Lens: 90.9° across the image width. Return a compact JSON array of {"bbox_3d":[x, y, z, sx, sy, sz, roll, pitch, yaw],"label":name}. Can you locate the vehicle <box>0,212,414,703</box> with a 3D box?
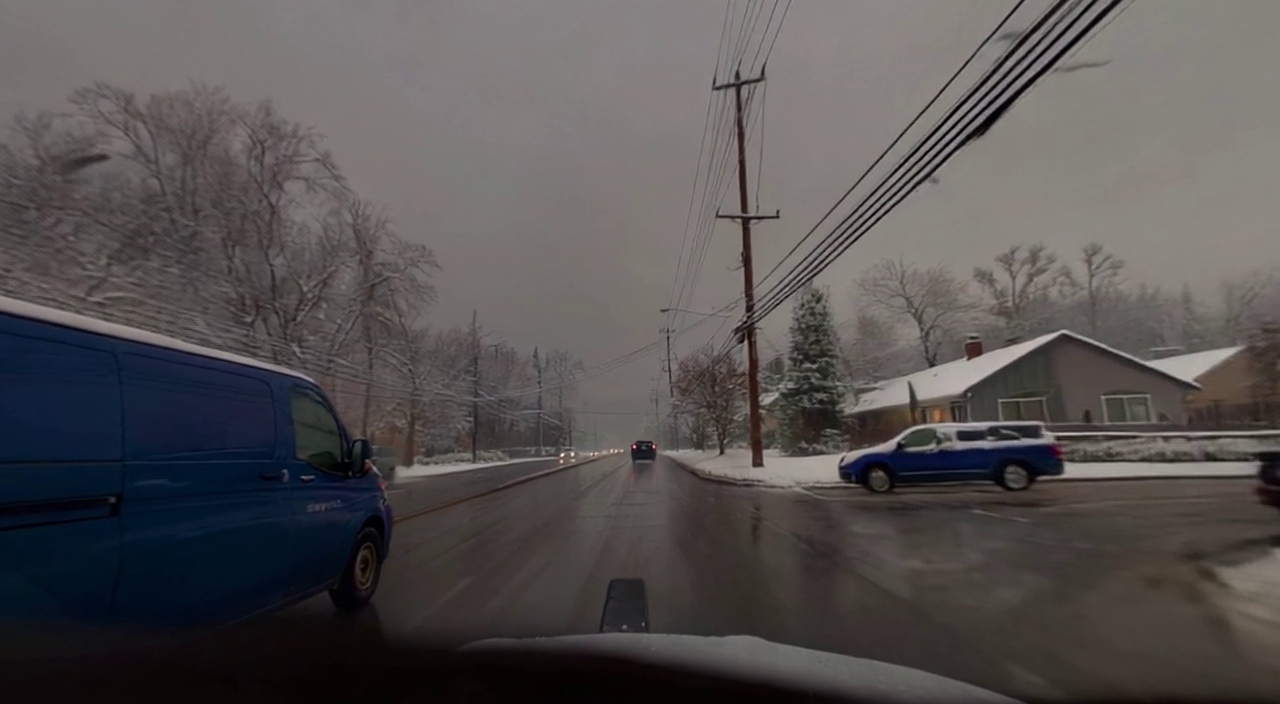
[{"bbox_3d":[-3.419,0.730,3.157,2.336,2.152,5.866,0,-8,0],"label":"vehicle"}]

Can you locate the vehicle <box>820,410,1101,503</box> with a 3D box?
[{"bbox_3d":[6.653,2.282,13.926,5.012,1.711,2.457,-4,-7,15],"label":"vehicle"}]

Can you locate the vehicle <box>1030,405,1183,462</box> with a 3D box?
[{"bbox_3d":[16.065,2.884,22.022,1.992,1.798,4.083,0,-8,-4],"label":"vehicle"}]

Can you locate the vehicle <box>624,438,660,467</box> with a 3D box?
[{"bbox_3d":[0.151,6.302,39.614,2.120,1.718,3.909,0,-8,1],"label":"vehicle"}]
